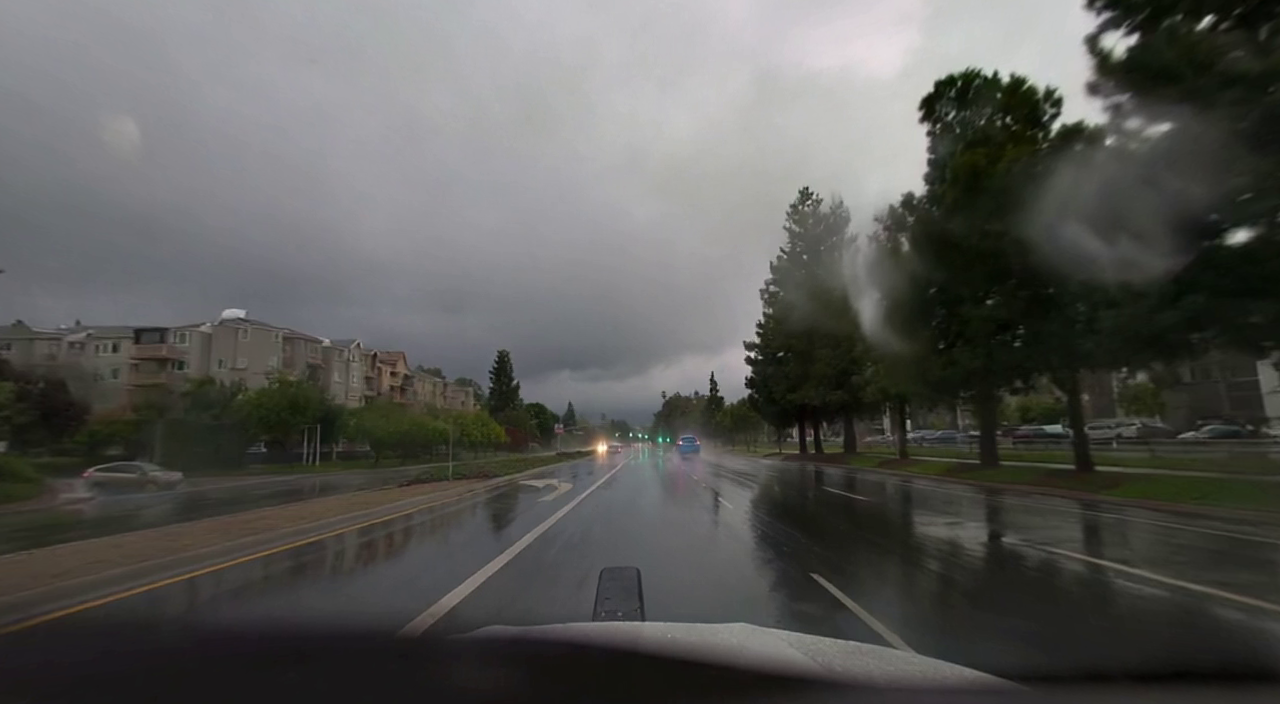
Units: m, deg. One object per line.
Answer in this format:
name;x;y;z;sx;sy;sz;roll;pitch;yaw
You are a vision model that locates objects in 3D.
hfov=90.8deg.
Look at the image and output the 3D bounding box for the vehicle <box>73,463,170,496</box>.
vehicle;-30.597;7.482;37.309;4.524;1.742;2.284;-3;-9;20
